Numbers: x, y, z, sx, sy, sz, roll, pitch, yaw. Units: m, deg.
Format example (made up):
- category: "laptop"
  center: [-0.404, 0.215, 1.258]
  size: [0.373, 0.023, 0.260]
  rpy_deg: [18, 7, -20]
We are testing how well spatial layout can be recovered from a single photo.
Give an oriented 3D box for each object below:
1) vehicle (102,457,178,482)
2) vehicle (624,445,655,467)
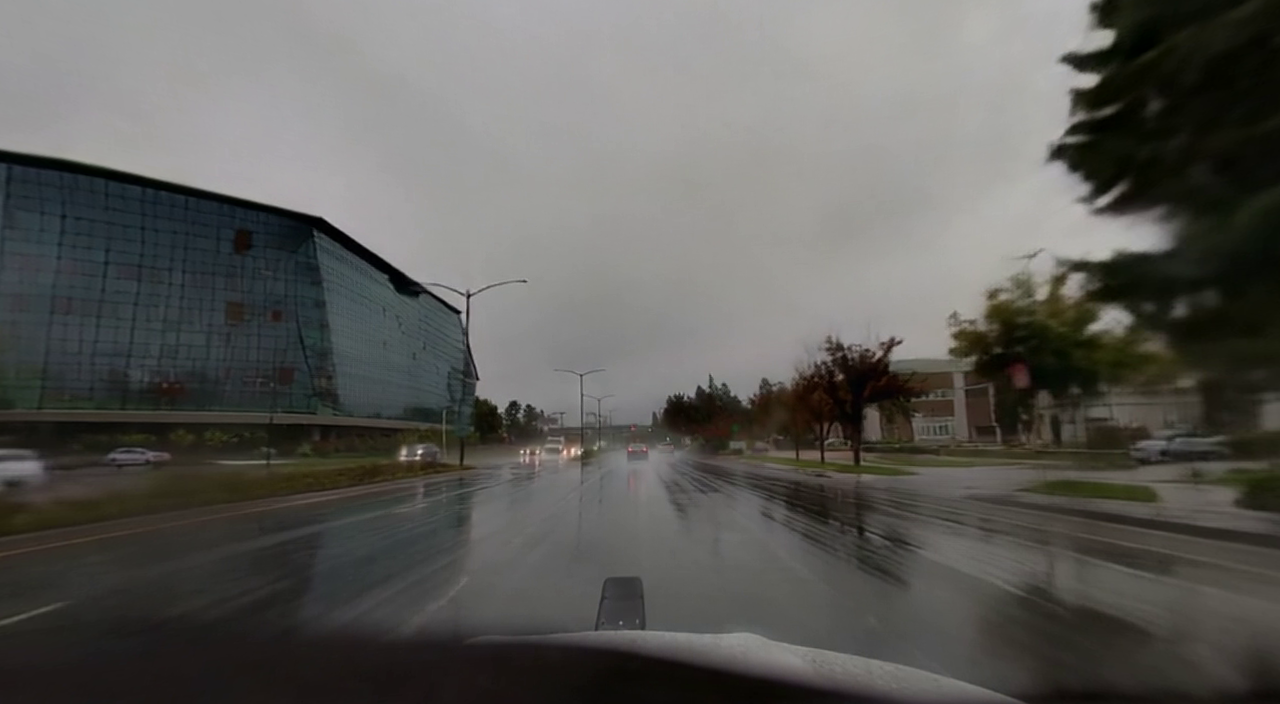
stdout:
- category: "vehicle"
  center: [-34.563, 8.091, 43.662]
  size: [4.090, 1.598, 1.906]
  rpy_deg: [-3, -9, 14]
- category: "vehicle"
  center: [-0.058, 7.288, 44.404]
  size: [2.080, 1.445, 4.096]
  rpy_deg: [0, -9, -1]
